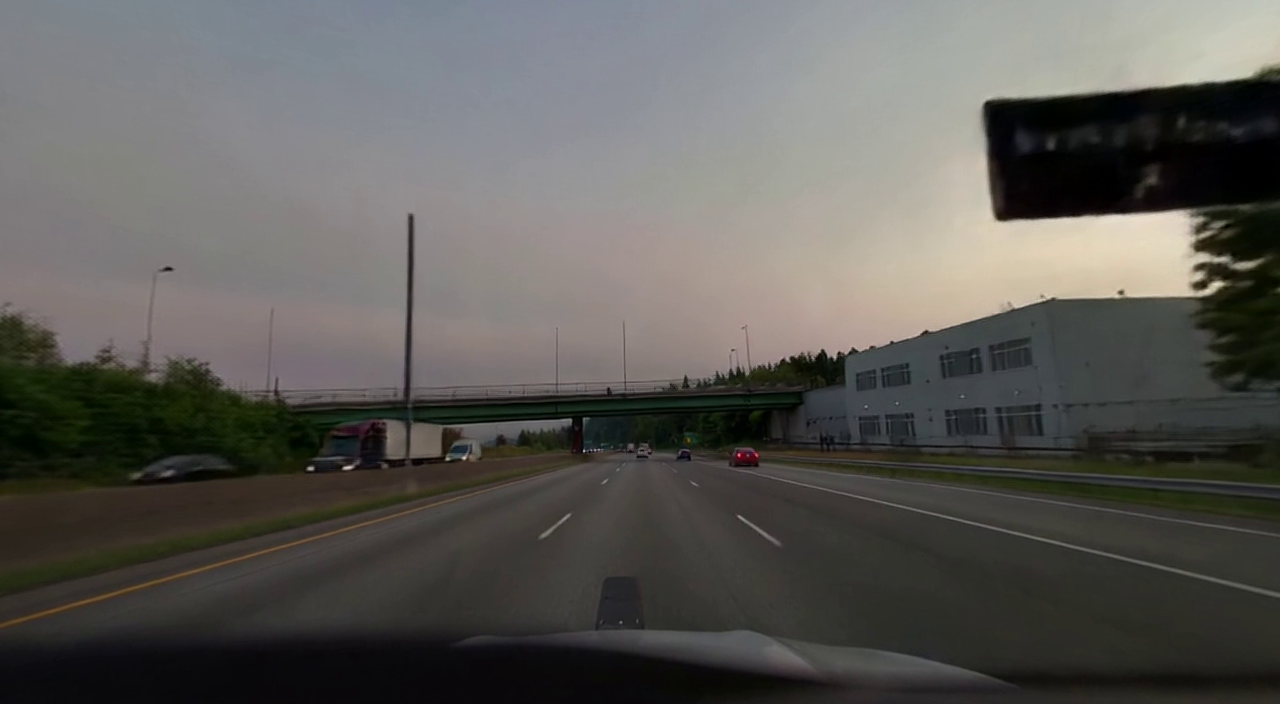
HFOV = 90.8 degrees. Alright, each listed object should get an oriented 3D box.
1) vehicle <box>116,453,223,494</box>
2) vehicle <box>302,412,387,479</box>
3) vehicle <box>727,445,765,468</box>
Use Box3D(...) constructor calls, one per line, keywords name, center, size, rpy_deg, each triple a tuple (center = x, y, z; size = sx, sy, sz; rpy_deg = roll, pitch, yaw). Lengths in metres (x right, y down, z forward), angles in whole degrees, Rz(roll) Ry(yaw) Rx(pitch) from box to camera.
Box3D(name="vehicle", center=(-22.309, 5.751, 30.123), size=(1.882, 1.759, 4.163), rpy_deg=(0, -9, -1))
Box3D(name="vehicle", center=(-18.855, 6.030, 40.627), size=(2.993, 4.001, 4.790), rpy_deg=(0, -9, 0))
Box3D(name="vehicle", center=(7.325, 7.216, 43.810), size=(1.923, 1.516, 3.815), rpy_deg=(0, -9, -1))
